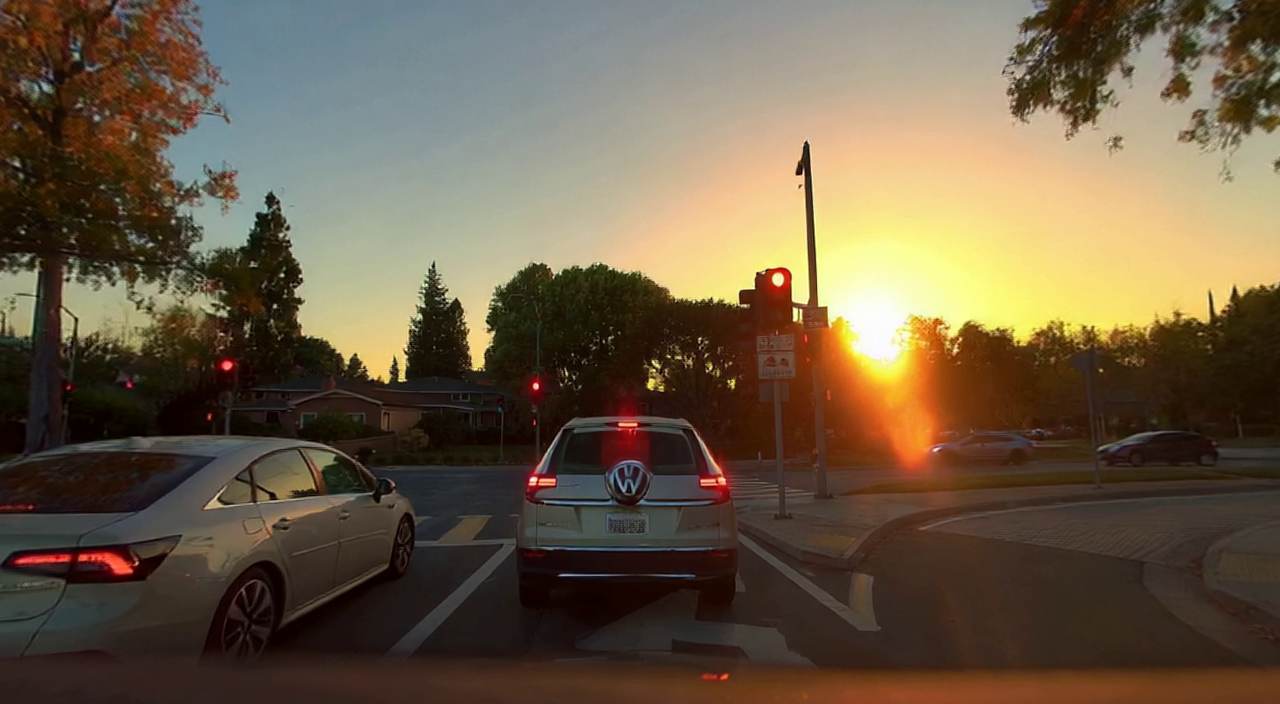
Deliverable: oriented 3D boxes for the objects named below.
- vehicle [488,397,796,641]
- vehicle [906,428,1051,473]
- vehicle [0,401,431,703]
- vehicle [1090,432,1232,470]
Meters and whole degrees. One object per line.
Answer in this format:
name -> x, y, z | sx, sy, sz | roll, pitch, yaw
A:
vehicle -> -0.126, 1.469, 6.568 | 2.154, 1.670, 4.140 | 1, -9, -4
vehicle -> 14.109, 4.145, 26.637 | 4.887, 1.769, 2.035 | -1, -9, 6
vehicle -> -3.282, 1.270, 4.718 | 2.035, 1.492, 4.415 | 0, -9, -2
vehicle -> 23.825, 4.538, 29.043 | 4.639, 1.621, 1.867 | -1, -9, 7
